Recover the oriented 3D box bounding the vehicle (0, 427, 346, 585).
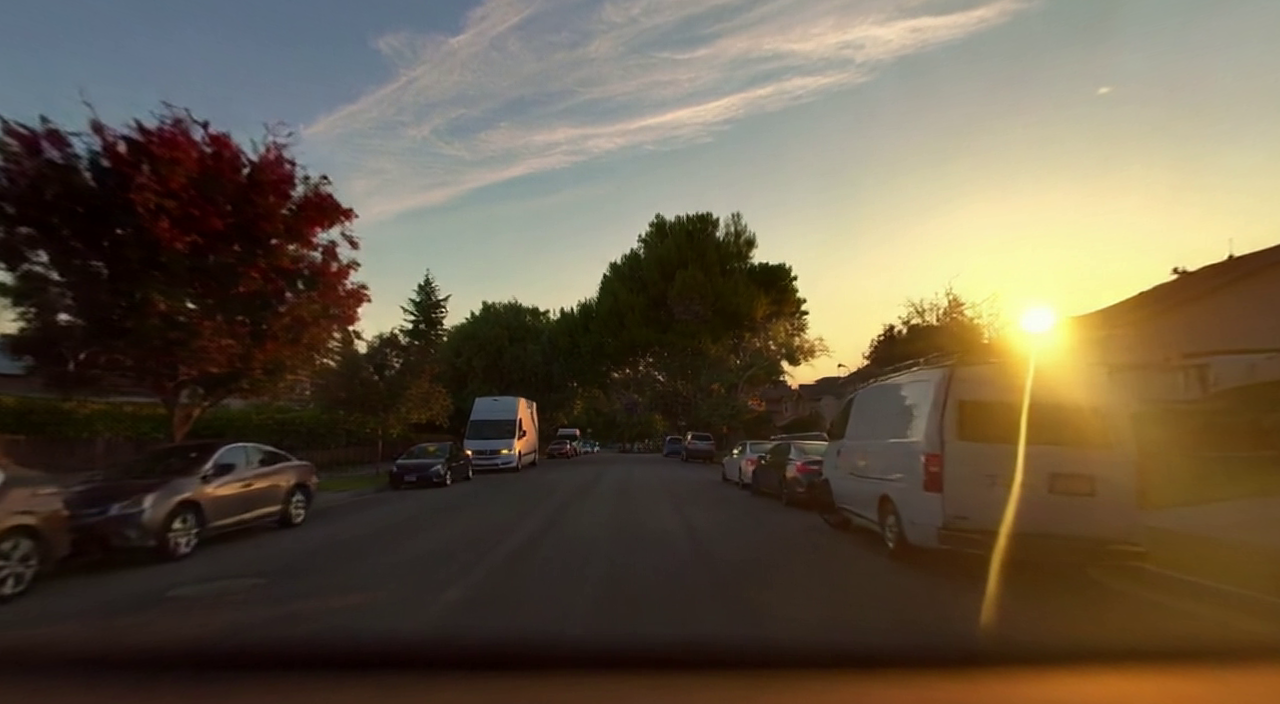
[{"bbox_3d":[-6.053,1.924,8.747,1.818,1.563,4.483,-1,-9,0],"label":"vehicle"}]

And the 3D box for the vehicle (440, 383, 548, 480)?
[{"bbox_3d":[-6.105,3.522,27.883,2.896,3.648,8.004,0,-8,0],"label":"vehicle"}]

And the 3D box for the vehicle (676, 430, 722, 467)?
[{"bbox_3d":[3.146,5.218,34.413,1.965,1.855,4.677,0,-8,-1],"label":"vehicle"}]

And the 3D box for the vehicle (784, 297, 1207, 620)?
[{"bbox_3d":[3.371,1.106,7.408,2.215,2.542,4.550,-2,-7,0],"label":"vehicle"}]

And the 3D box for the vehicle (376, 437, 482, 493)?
[{"bbox_3d":[-6.259,3.357,19.216,1.921,1.470,4.068,0,-8,-1],"label":"vehicle"}]
